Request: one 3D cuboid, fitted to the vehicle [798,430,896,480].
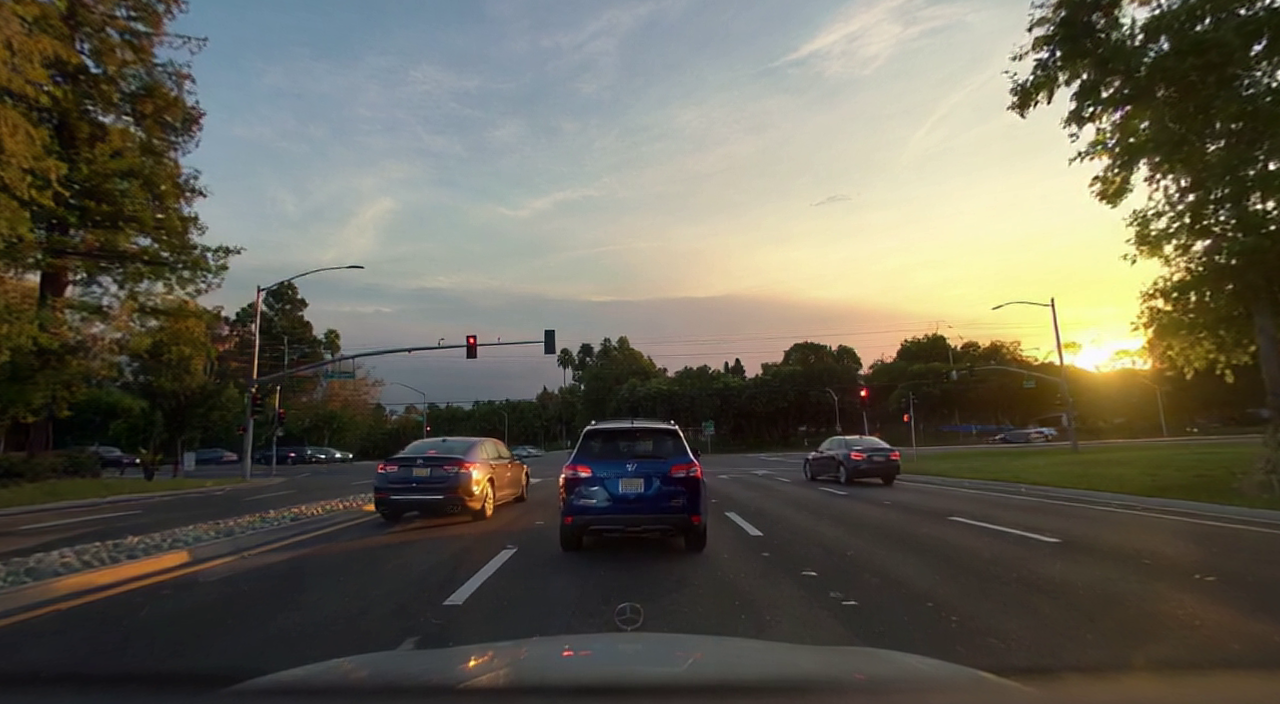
[{"bbox_3d":[8.034,4.045,25.043,2.166,1.761,4.692,0,-8,-1],"label":"vehicle"}]

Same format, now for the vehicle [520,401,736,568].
[{"bbox_3d":[-0.126,1.719,8.869,2.298,1.770,4.138,0,-8,0],"label":"vehicle"}]

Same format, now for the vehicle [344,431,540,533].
[{"bbox_3d":[-3.366,2.325,12.039,2.061,1.504,5.142,0,-8,0],"label":"vehicle"}]
